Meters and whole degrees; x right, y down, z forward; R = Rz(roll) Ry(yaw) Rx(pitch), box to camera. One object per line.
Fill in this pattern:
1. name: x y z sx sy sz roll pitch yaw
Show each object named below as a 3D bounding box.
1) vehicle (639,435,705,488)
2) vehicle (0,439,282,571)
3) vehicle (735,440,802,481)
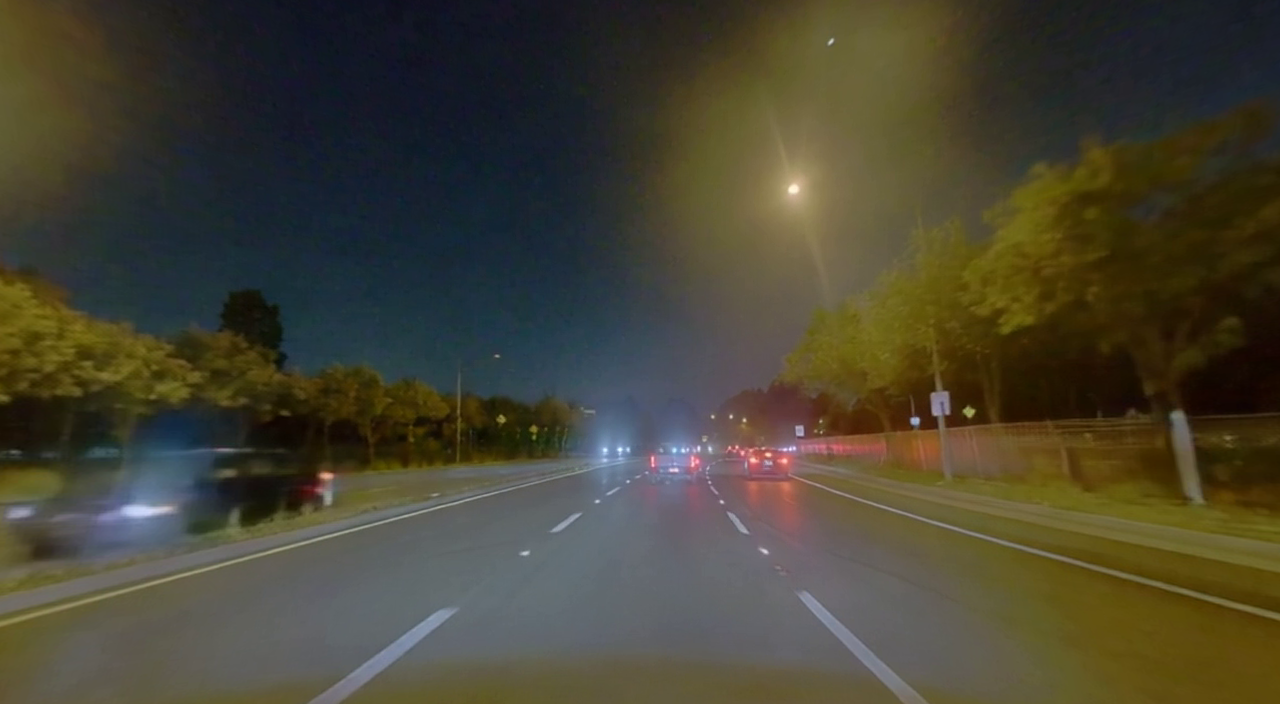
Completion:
1. vehicle: 1.232 3.869 22.578 2.105 1.676 4.541 -1 -9 5
2. vehicle: -7.748 2.083 9.483 1.933 1.472 4.482 -1 -9 3
3. vehicle: 5.077 4.350 25.548 2.147 1.474 4.083 -1 -9 4
